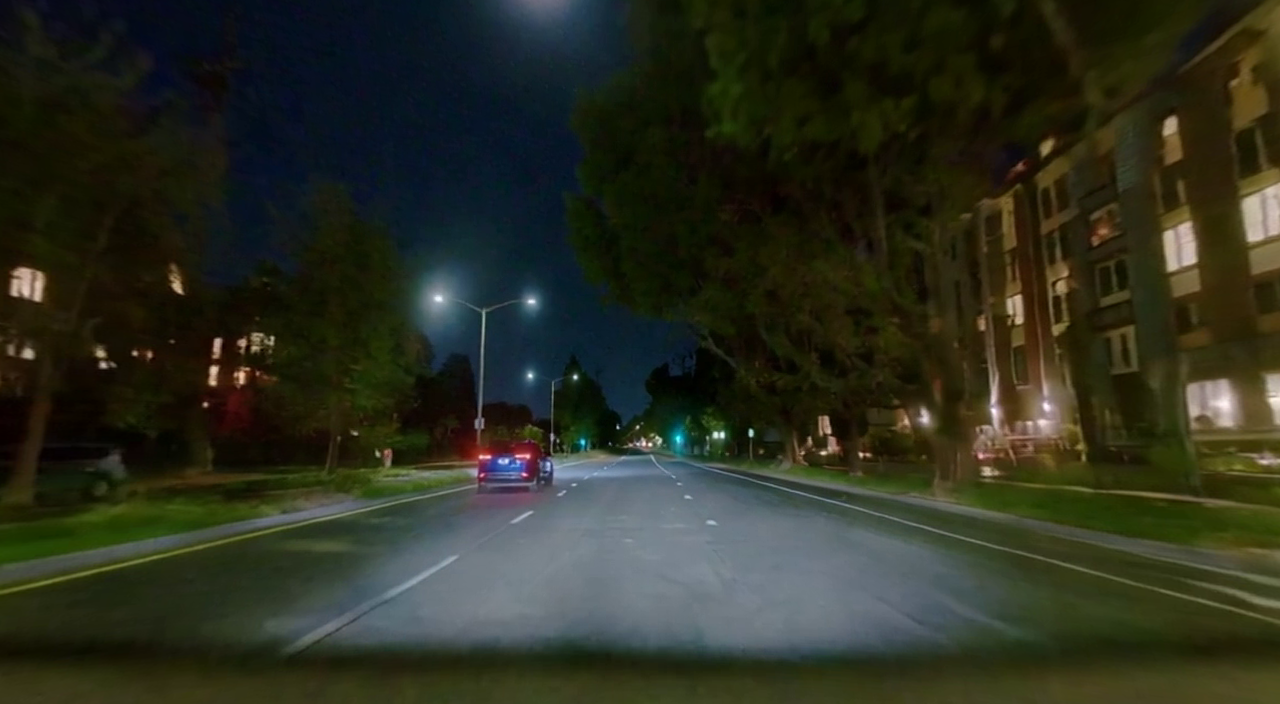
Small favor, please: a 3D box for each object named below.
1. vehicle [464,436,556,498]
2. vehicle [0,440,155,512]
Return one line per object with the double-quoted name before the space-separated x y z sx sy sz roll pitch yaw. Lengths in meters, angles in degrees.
"vehicle" -3.996 3.601 20.221 1.993 1.733 4.262 0 -9 1
"vehicle" -16.691 3.378 17.727 2.202 1.724 4.934 0 -9 1
